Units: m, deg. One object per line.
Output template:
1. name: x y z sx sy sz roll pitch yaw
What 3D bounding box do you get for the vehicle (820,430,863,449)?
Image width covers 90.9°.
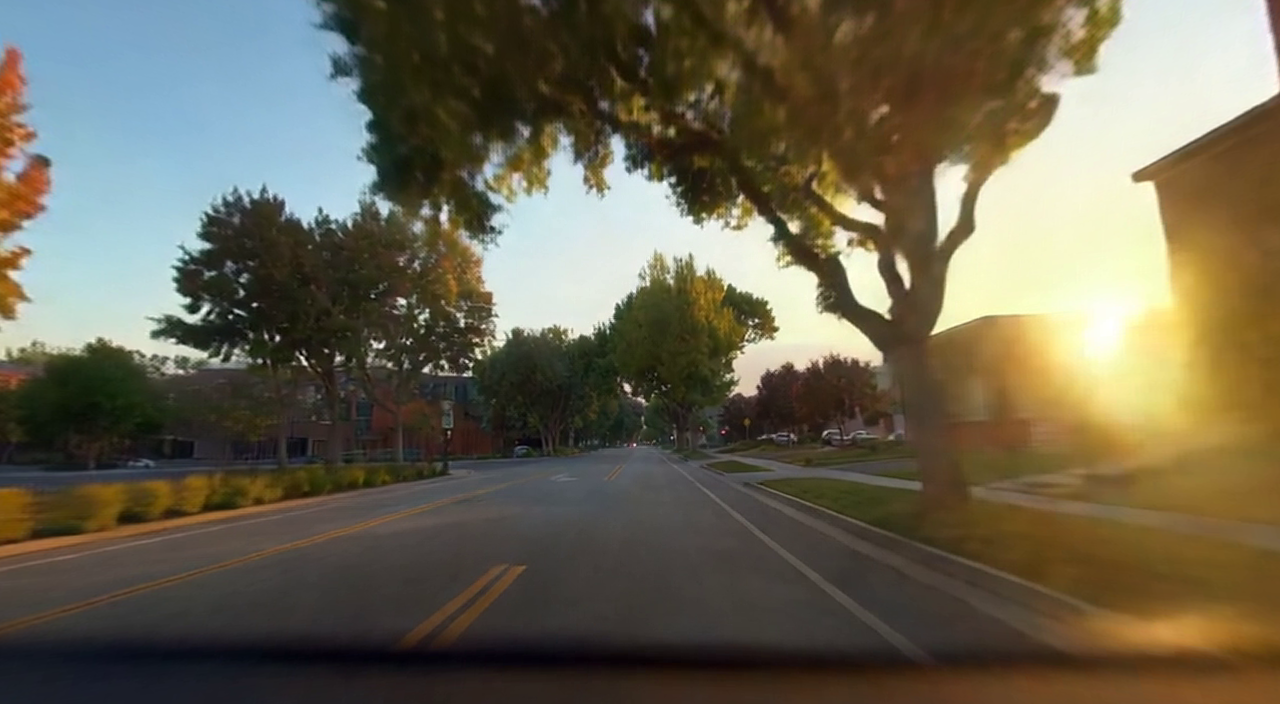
1. vehicle: 15.472 6.777 48.641 1.866 1.420 4.447 0 -9 -1
